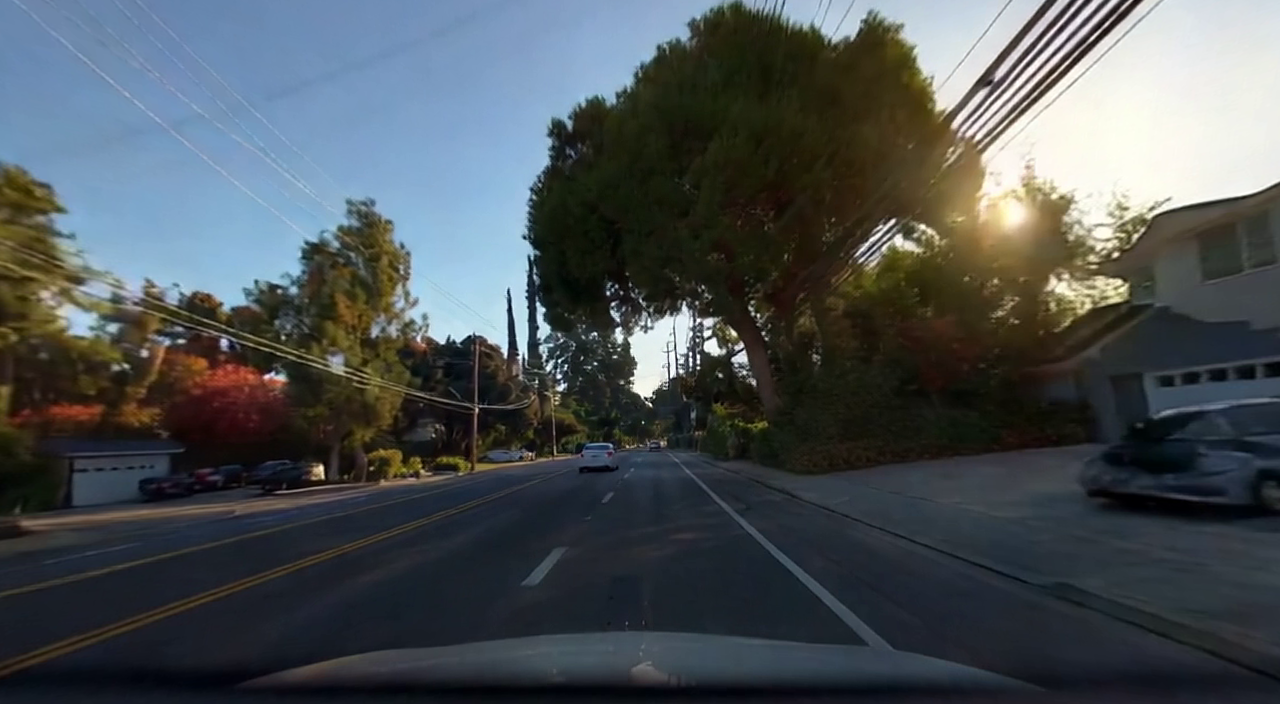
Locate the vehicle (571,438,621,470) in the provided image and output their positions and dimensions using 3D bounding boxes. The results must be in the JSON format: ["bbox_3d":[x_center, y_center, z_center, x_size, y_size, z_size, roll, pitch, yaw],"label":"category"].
[{"bbox_3d":[-2.147,5.185,32.252,2.085,1.512,5.023,-1,-8,2],"label":"vehicle"}]

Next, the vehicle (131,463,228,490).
[{"bbox_3d":[-27.200,7.340,37.337,4.223,1.458,1.969,0,-8,1],"label":"vehicle"}]

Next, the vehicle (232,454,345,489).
[{"bbox_3d":[-19.323,6.568,34.824,4.847,1.759,2.382,-1,-8,6],"label":"vehicle"}]
